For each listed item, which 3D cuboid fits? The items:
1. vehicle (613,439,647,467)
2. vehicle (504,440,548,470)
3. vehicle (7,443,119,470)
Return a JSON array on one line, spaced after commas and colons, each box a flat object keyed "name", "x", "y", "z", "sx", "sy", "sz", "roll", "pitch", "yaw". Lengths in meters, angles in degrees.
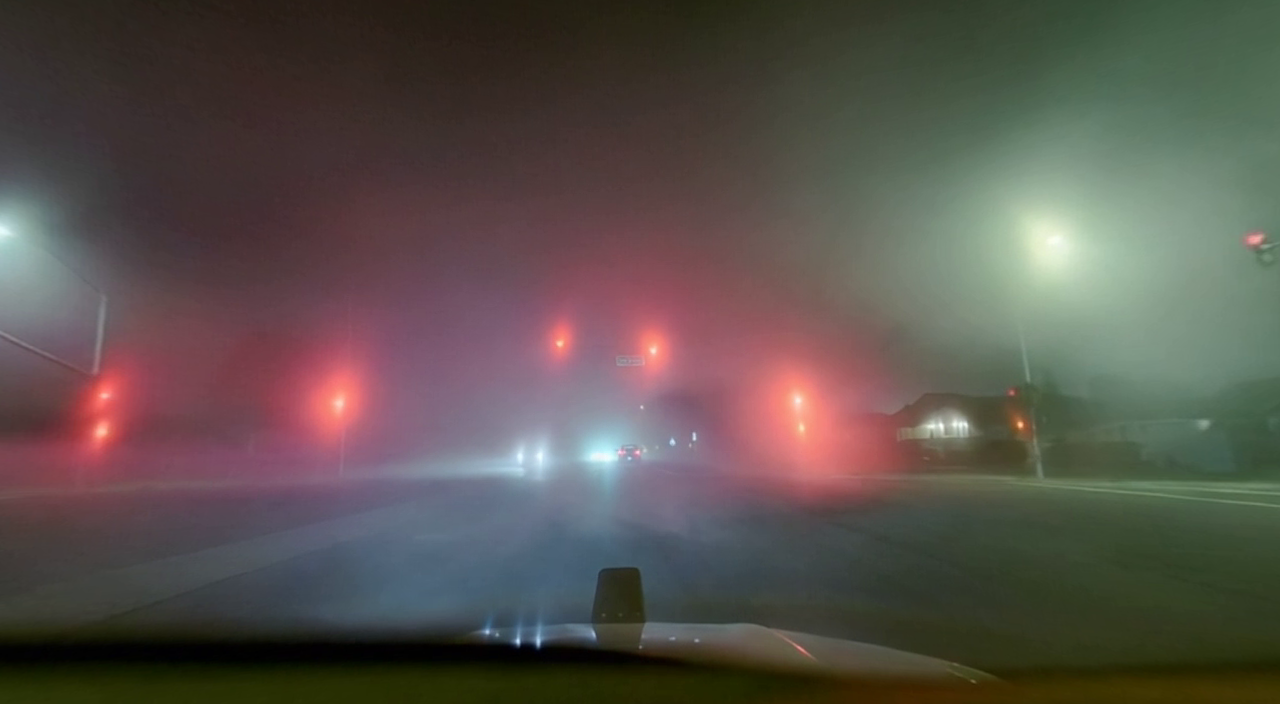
[{"name": "vehicle", "x": -0.780, "y": 7.053, "z": 44.516, "sx": 2.248, "sy": 1.833, "sz": 4.798, "roll": 0, "pitch": -8, "yaw": -3}, {"name": "vehicle", "x": -6.809, "y": 6.172, "z": 38.016, "sx": 1.983, "sy": 1.684, "sz": 3.938, "roll": 0, "pitch": -8, "yaw": -1}, {"name": "vehicle", "x": -35.453, "y": 6.398, "z": 39.013, "sx": 4.887, "sy": 1.546, "sz": 1.807, "roll": 7, "pitch": -11, "yaw": -40}]
